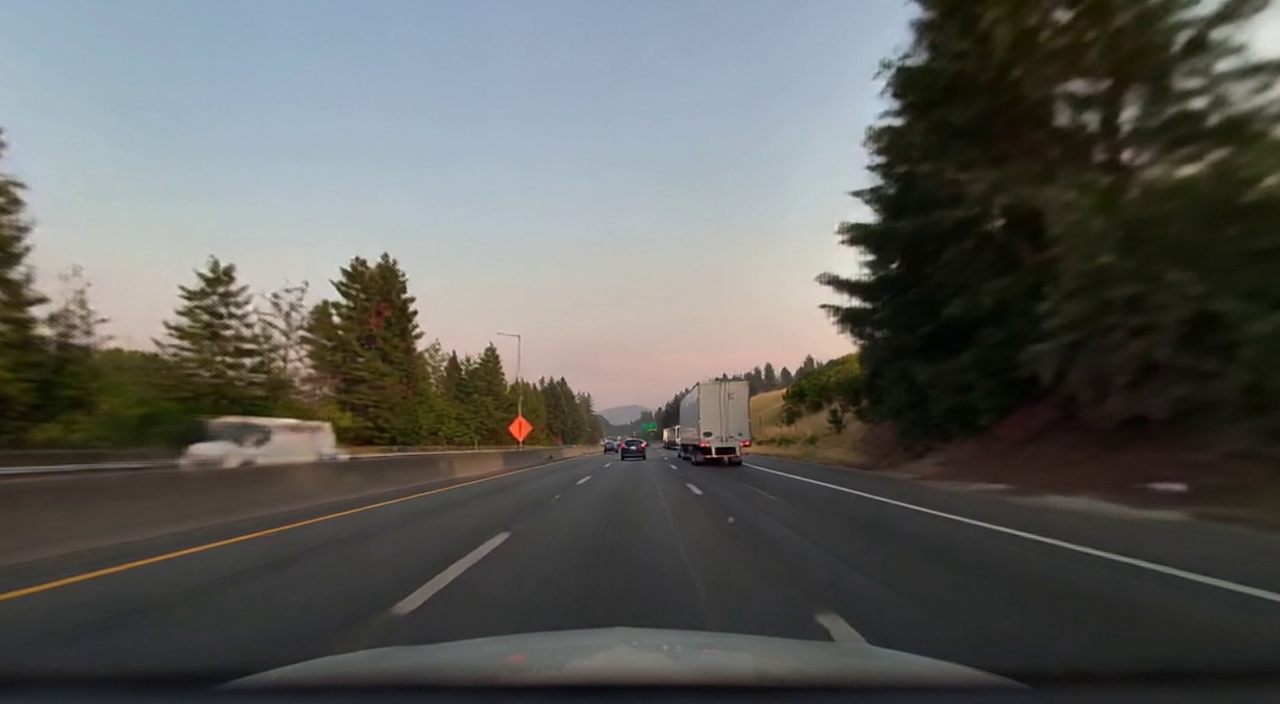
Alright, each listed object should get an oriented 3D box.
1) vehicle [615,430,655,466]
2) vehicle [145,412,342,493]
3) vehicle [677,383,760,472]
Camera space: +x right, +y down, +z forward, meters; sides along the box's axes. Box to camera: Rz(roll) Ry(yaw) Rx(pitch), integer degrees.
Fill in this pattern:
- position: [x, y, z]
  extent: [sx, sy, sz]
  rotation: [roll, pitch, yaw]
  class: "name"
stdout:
- position: [-0.222, 5.657, 37.210]
  extent: [2.211, 1.933, 4.315]
  rotation: [-1, -8, 1]
  class: "vehicle"
- position: [-16.330, 4.224, 26.970]
  extent: [2.976, 2.894, 8.084]
  rotation: [-1, -8, 2]
  class: "vehicle"
- position: [4.074, 4.535, 36.596]
  extent: [3.005, 4.121, 14.417]
  rotation: [0, -8, 0]
  class: "vehicle"
